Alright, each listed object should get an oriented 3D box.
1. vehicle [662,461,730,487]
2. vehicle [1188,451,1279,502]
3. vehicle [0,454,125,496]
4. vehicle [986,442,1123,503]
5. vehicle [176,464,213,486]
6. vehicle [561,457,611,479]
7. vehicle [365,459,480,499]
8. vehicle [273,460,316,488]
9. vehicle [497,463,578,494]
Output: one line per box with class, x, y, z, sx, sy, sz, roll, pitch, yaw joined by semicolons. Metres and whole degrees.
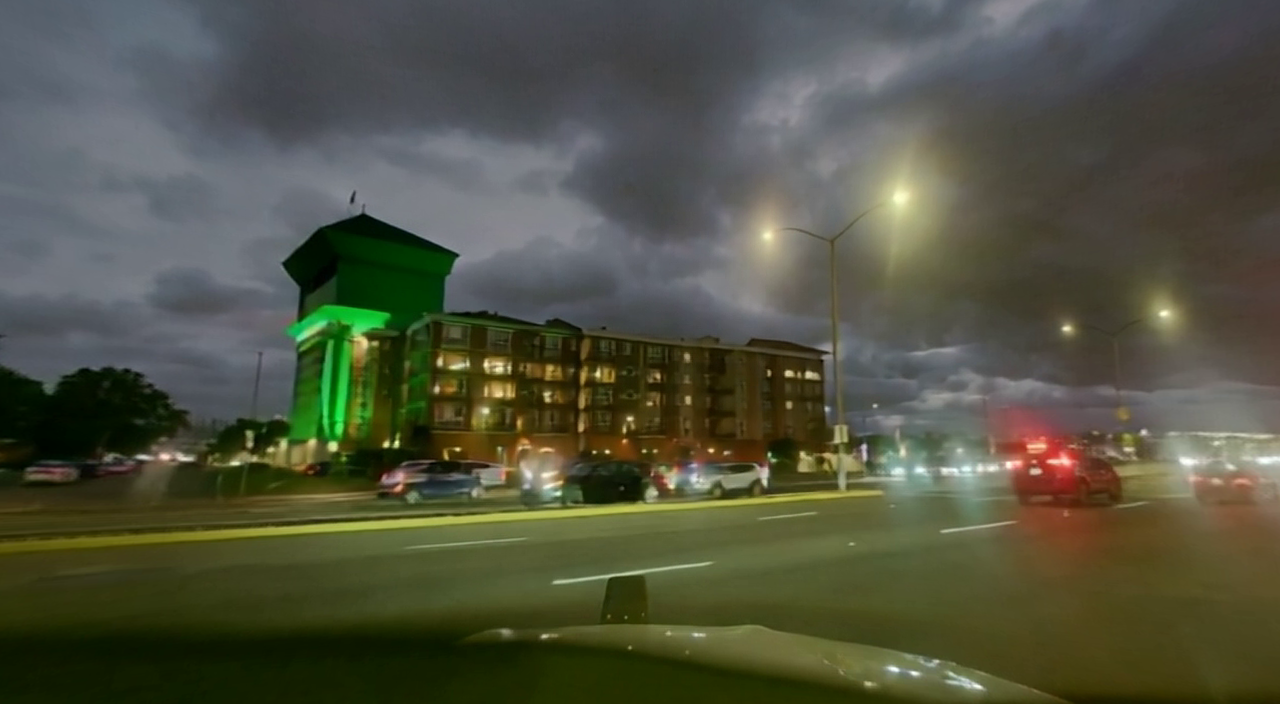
vehicle;3.908;8.467;43.826;4.604;1.600;1.875;7;-11;-37
vehicle;19.854;3.932;20.310;4.710;1.444;2.041;6;-11;-34
vehicle;-29.569;6.181;31.934;4.920;1.956;1.865;2;-9;-12
vehicle;13.001;3.691;19.690;4.284;1.692;2.031;6;-11;-35
vehicle;-33.520;9.261;47.522;1.985;1.453;4.100;5;-10;-32
vehicle;-4.138;8.762;47.784;2.133;1.494;4.108;5;-10;-32
vehicle;-11.065;6.431;32.266;5.127;1.803;2.011;6;-11;-35
vehicle;-20.389;7.128;37.084;1.845;1.509;3.855;5;-10;-32
vehicle;-5.846;7.211;36.272;4.215;1.575;1.884;7;-11;-38
